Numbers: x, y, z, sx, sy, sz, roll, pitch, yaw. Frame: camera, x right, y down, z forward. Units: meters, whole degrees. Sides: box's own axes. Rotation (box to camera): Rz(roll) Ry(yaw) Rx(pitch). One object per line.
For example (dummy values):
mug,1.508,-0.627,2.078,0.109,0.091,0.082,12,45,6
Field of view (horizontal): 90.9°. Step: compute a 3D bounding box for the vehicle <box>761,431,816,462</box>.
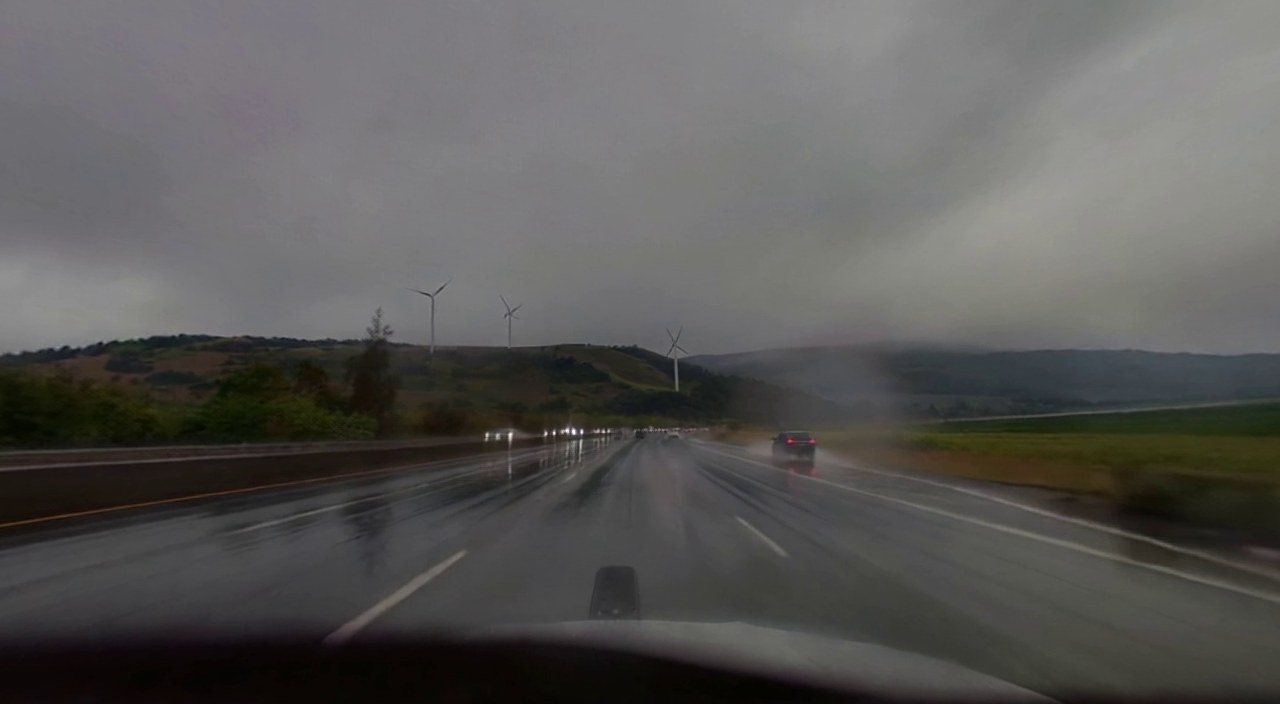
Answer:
vehicle,7.843,5.017,33.602,1.926,1.559,2.968,1,-8,-6
